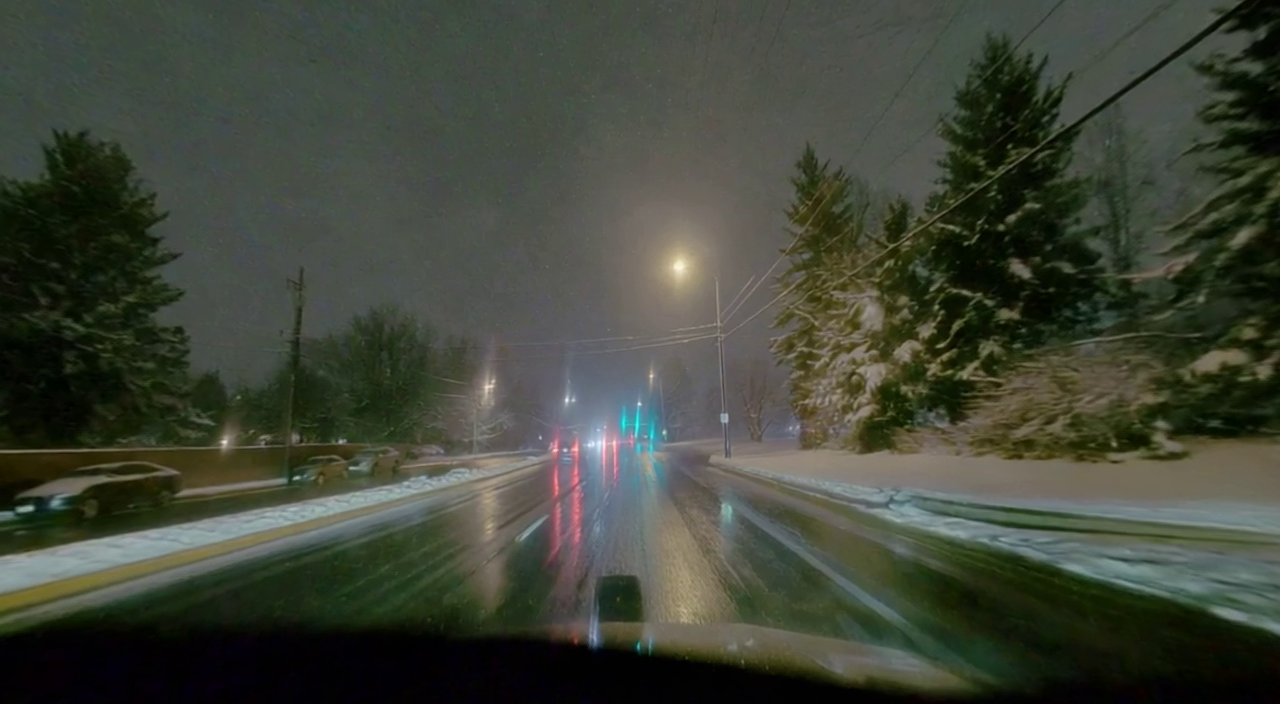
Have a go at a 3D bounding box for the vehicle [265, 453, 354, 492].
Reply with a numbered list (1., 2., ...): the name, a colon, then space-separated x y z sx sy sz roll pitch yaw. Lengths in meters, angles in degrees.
1. vehicle: -15.575 5.647 30.042 1.901 1.454 4.249 -3 -7 1

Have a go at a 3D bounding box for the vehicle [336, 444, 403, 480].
1. vehicle: -15.785 6.383 37.152 2.050 1.784 4.577 -3 -7 -1

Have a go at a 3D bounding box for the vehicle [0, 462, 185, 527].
1. vehicle: -15.696 3.973 18.123 1.927 1.479 4.543 0 -8 -1

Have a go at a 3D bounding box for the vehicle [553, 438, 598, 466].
1. vehicle: -3.515 5.534 35.110 2.030 1.467 4.251 0 -8 0
